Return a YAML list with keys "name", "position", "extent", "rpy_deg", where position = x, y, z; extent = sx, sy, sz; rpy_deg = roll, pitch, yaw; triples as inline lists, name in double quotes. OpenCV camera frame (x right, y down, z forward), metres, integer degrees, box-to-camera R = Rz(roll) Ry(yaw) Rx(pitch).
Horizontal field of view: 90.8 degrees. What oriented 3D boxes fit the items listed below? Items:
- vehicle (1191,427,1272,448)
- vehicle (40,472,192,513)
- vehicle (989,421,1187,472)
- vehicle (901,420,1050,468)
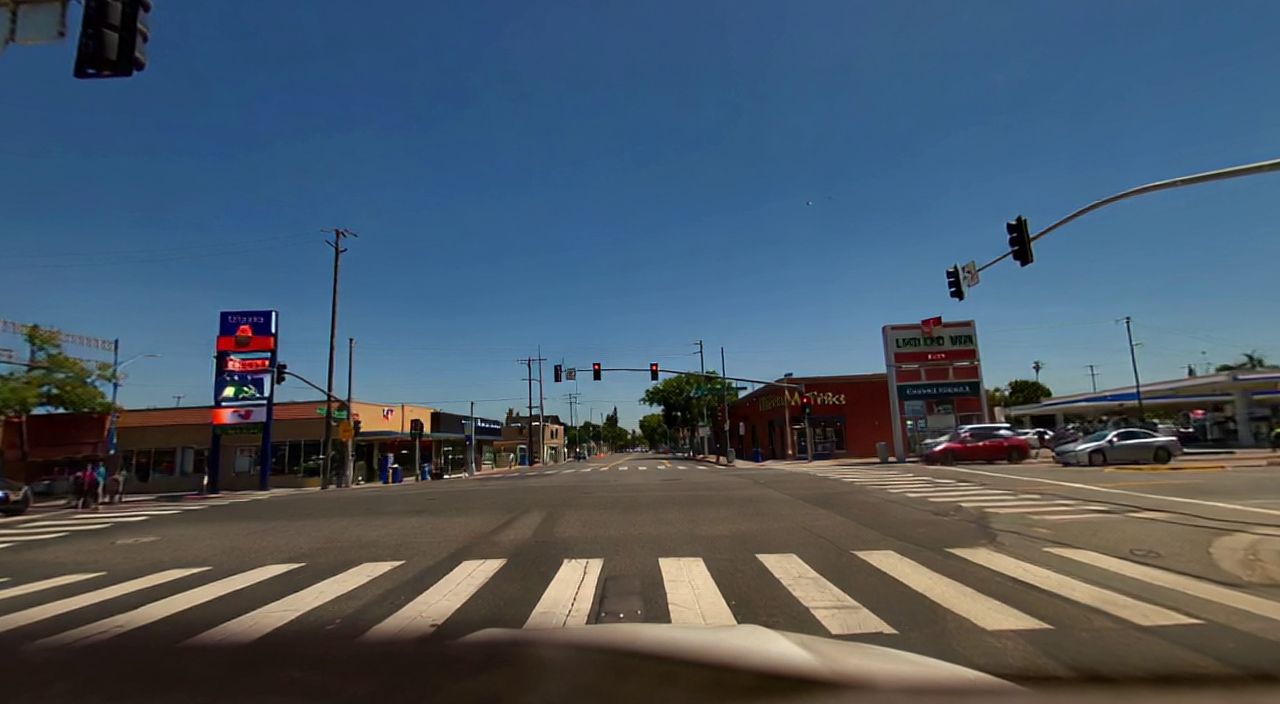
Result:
- name: "vehicle"
  position: [42.041, 6.067, 44.897]
  extent: [4.347, 1.446, 1.777]
  rpy_deg: [1, -9, -9]
- name: "vehicle"
  position: [-21.169, 5.673, 25.643]
  extent: [4.676, 1.463, 1.909]
  rpy_deg: [-1, -8, 6]
- name: "vehicle"
  position: [14.356, 3.093, 20.632]
  extent: [4.835, 1.487, 1.913]
  rpy_deg: [-3, -9, 20]
- name: "vehicle"
  position: [13.016, 3.645, 24.941]
  extent: [4.916, 1.730, 1.986]
  rpy_deg: [-4, -9, 21]
